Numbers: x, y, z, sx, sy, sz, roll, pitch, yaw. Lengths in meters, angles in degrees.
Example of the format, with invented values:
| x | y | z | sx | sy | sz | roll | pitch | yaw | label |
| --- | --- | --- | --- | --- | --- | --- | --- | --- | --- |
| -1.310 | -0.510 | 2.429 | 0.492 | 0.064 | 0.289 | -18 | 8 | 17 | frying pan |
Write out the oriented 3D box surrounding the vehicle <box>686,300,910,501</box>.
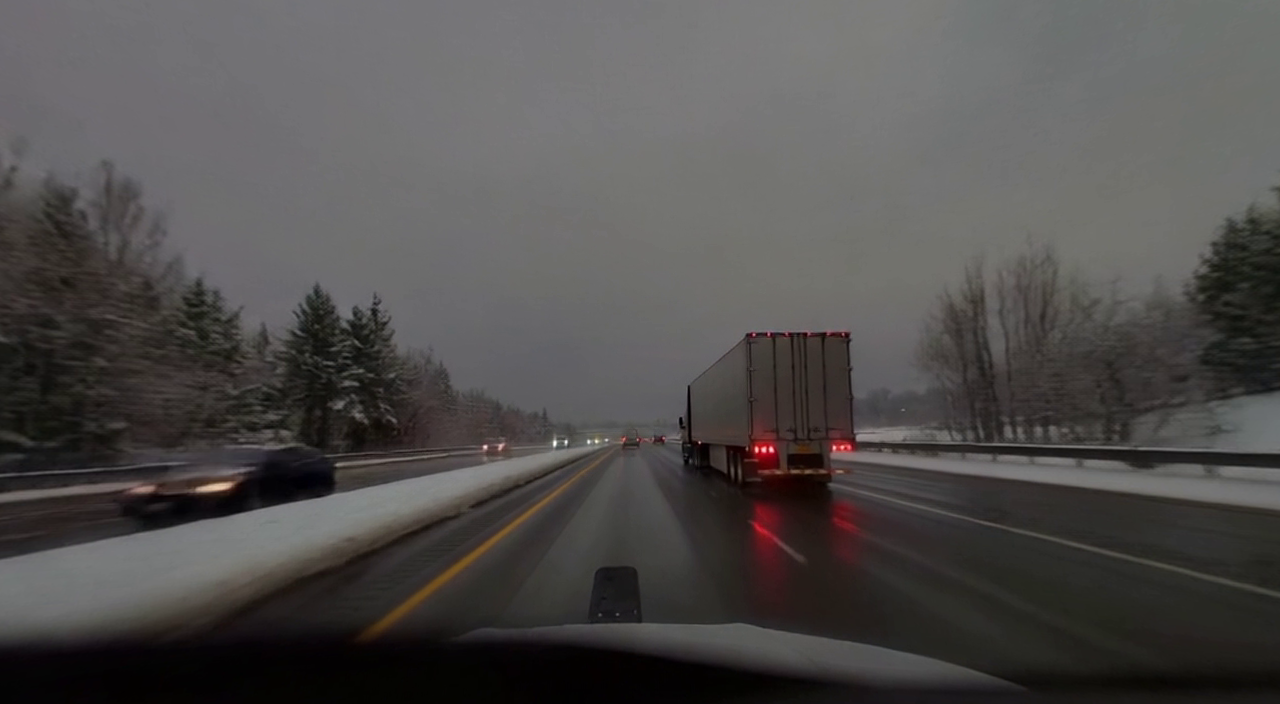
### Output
| x | y | z | sx | sy | sz | roll | pitch | yaw | label |
| --- | --- | --- | --- | --- | --- | --- | --- | --- | --- |
| 3.605 | 1.856 | 19.370 | 3.038 | 3.975 | 13.887 | 0 | -8 | -1 | vehicle |

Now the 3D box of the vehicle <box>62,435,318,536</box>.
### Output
| x | y | z | sx | sy | sz | roll | pitch | yaw | label |
| --- | --- | --- | --- | --- | --- | --- | --- | --- | --- |
| -8.029 | 2.343 | 11.825 | 1.930 | 1.542 | 3.943 | 0 | -7 | -1 | vehicle |
